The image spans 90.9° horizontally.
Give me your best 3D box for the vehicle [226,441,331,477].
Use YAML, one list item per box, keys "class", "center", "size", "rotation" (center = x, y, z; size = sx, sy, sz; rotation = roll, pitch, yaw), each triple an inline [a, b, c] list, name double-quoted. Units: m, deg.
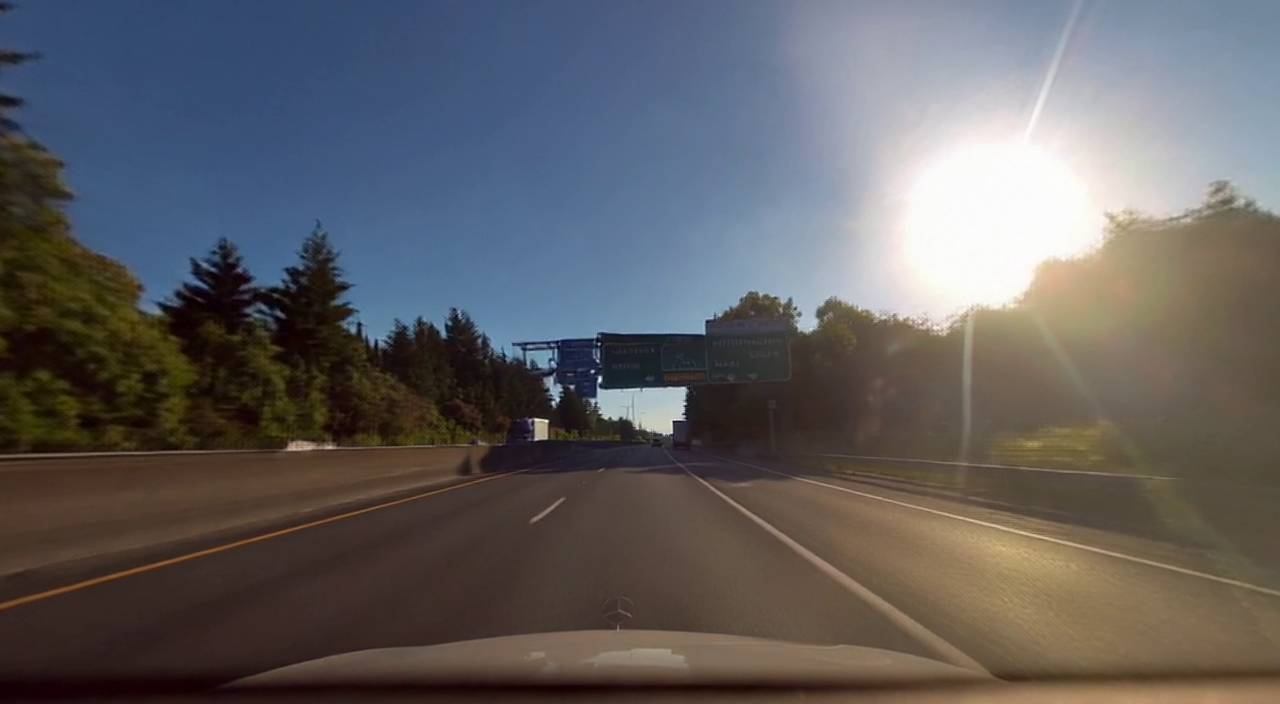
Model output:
- class: "vehicle"
  center: [-16.694, 4.914, 29.400]
  size: [2.073, 1.476, 4.777]
  rotation: [0, -8, 0]
